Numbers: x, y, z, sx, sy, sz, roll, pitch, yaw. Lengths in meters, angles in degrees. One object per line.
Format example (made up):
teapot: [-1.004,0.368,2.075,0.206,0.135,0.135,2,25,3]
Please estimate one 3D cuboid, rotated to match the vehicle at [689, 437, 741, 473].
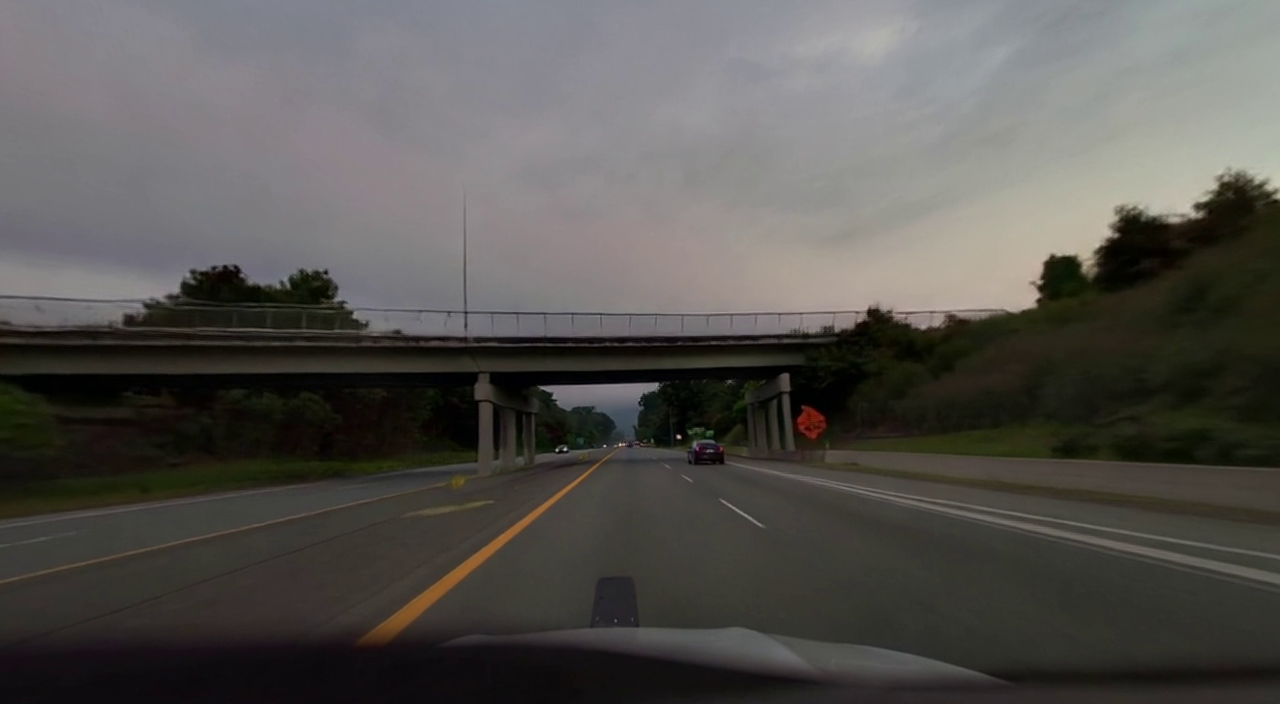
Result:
vehicle: [3.264,4.545,27.965,1.781,1.470,3.540,0,-8,-2]
